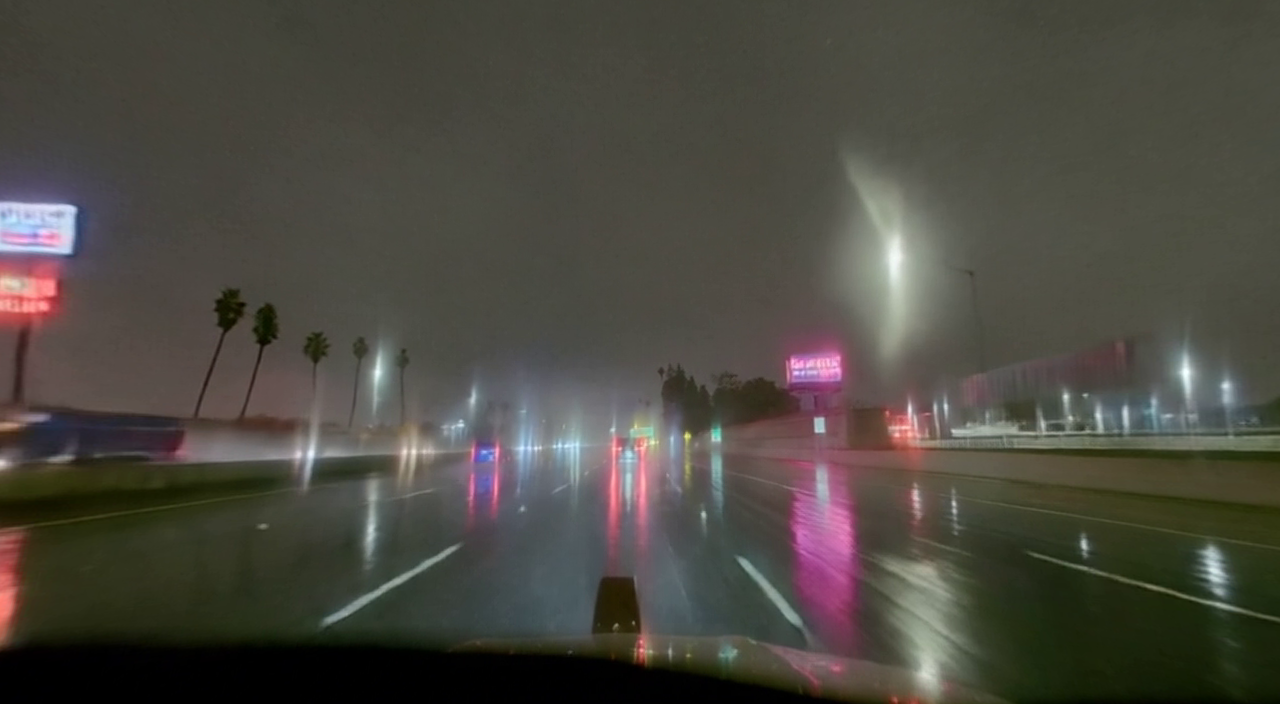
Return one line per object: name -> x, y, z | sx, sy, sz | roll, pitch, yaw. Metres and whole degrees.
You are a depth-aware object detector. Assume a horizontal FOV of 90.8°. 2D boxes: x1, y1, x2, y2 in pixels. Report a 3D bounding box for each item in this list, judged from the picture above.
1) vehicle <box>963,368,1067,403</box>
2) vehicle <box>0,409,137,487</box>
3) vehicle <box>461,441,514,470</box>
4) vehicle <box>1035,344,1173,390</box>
vehicle -> 16.788, 1.518, 28.408 | 3.548, 1.362, 1.745 | -1, -9, 1
vehicle -> -25.923, 4.147, 27.446 | 2.722, 2.976, 6.441 | 0, -9, -1
vehicle -> -8.668, 5.921, 36.304 | 1.971, 1.552, 4.465 | 0, -9, -1
vehicle -> 17.040, 0.589, 23.343 | 3.587, 1.458, 1.870 | 0, -8, 1
